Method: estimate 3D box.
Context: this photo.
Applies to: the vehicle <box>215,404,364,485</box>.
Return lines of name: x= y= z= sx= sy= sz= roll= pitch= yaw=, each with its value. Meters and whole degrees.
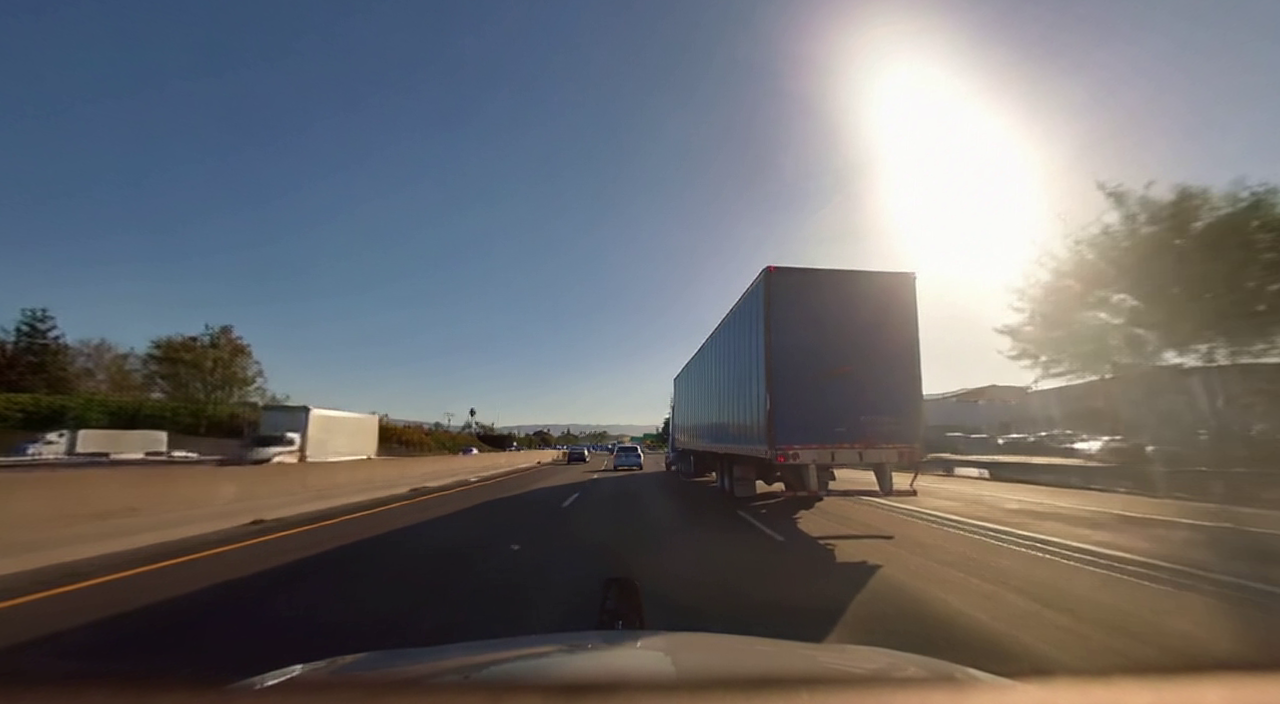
vehicle: x=-16.905 y=4.605 z=31.318 sx=2.825 sy=3.463 sz=7.924 roll=0 pitch=-9 yaw=-1

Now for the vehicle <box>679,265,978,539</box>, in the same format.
vehicle: x=3.266 y=1.902 z=17.444 sx=2.996 sy=4.123 sz=15.965 roll=0 pitch=-9 yaw=-1

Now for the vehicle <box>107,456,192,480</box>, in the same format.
vehicle: x=-32.606 y=7.682 z=42.140 sx=2.095 sy=1.431 sz=3.882 roll=-2 pitch=-9 yaw=14

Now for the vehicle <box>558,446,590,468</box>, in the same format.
vehicle: x=-4.783 y=7.688 z=46.394 sx=1.995 sy=1.491 sz=4.317 roll=0 pitch=-9 yaw=-1

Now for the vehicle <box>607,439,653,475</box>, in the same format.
vehicle: x=-0.501 y=5.351 z=32.302 sx=2.191 sy=1.685 sz=4.015 roll=0 pitch=-9 yaw=-1
